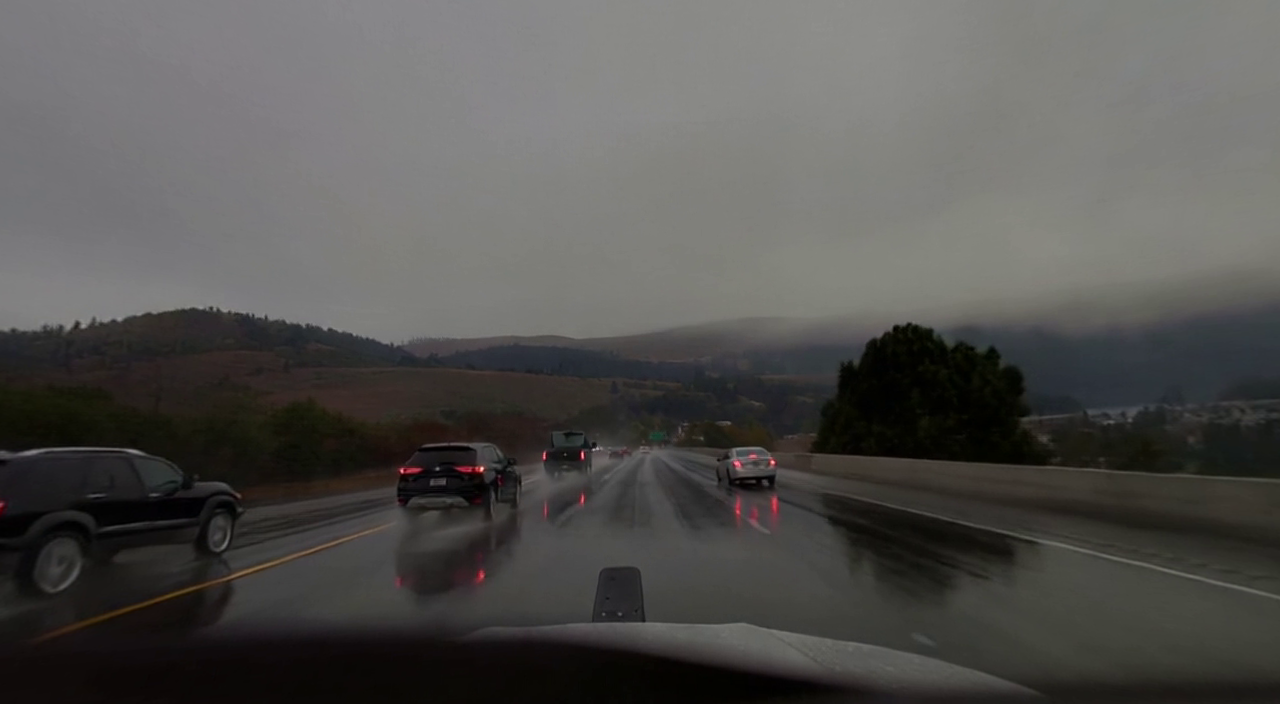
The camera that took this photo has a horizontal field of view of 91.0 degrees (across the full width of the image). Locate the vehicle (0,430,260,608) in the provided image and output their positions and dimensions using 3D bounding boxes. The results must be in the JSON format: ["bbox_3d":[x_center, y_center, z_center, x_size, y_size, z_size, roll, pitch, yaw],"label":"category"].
[{"bbox_3d":[-7.000,1.799,7.421,2.084,1.639,4.648,0,-9,1],"label":"vehicle"}]

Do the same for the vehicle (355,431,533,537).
[{"bbox_3d":[-3.591,2.488,12.509,2.080,1.716,4.207,0,-9,1],"label":"vehicle"}]

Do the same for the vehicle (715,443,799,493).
[{"bbox_3d":[4.020,4.073,22.527,2.071,1.570,4.637,0,-9,-1],"label":"vehicle"}]

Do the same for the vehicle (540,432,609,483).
[{"bbox_3d":[-2.934,4.921,29.667,2.494,2.136,5.539,0,-9,2],"label":"vehicle"}]
